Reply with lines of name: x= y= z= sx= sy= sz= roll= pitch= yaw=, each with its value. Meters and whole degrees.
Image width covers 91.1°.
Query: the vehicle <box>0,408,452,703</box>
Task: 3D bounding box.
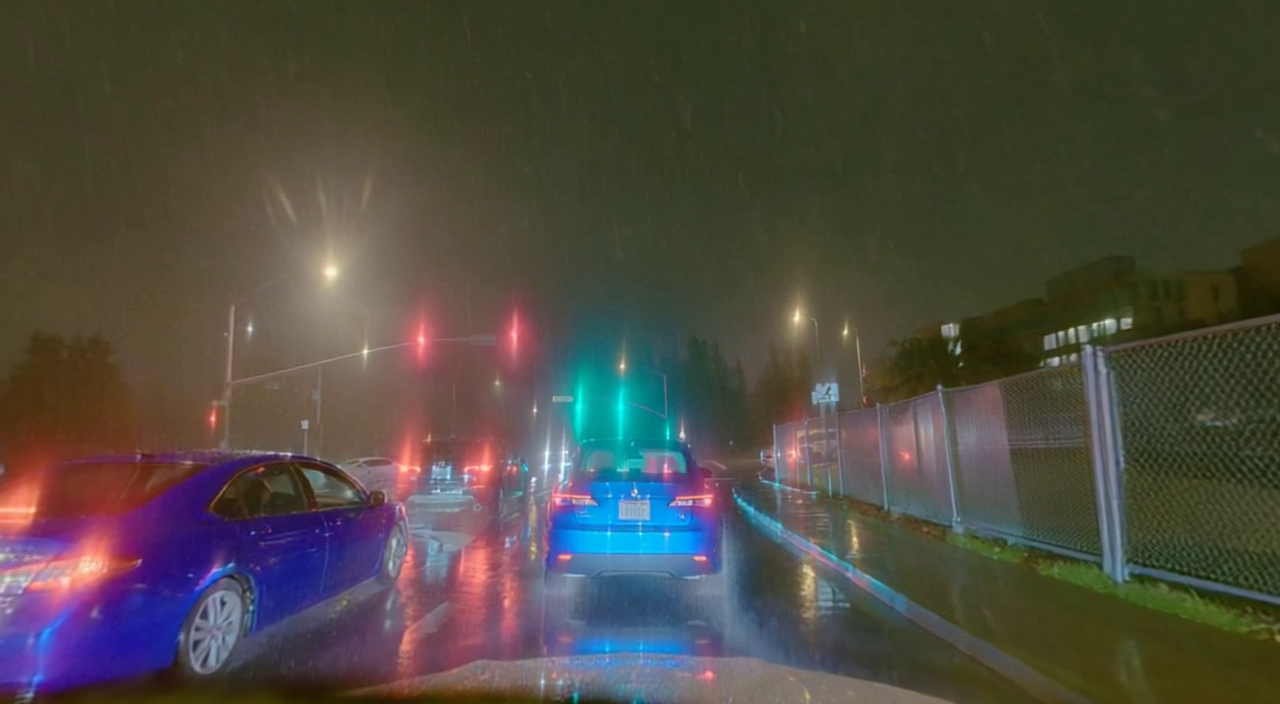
vehicle: x=-3.211 y=1.321 z=4.876 sx=1.971 sy=1.488 sz=4.581 roll=0 pitch=-9 yaw=1

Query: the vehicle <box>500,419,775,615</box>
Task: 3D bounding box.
vehicle: x=-0.016 y=1.600 z=7.008 sx=2.144 sy=1.514 sz=4.063 roll=0 pitch=-9 yaw=0
